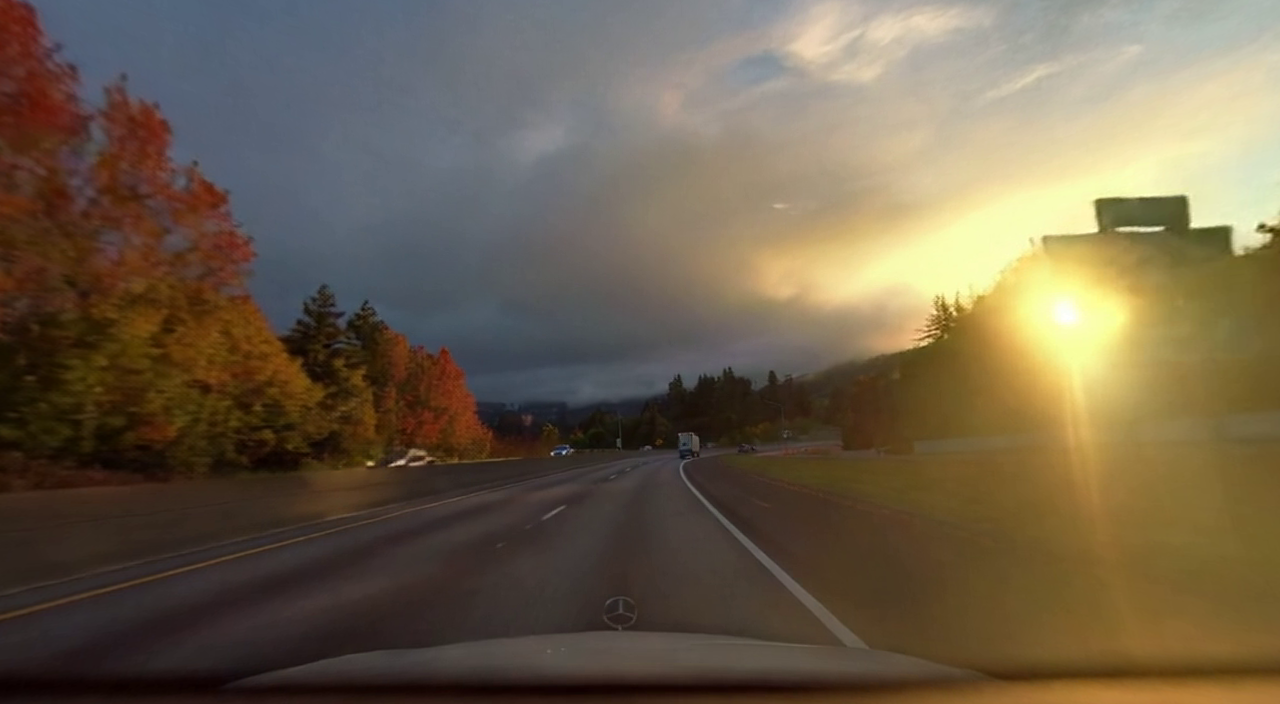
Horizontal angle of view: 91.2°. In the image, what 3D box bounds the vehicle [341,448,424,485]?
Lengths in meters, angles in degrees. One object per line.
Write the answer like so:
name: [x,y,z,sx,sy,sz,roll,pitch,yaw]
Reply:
vehicle: [-11.824,5.260,29.132,1.863,1.543,4.130,-1,-9,4]
